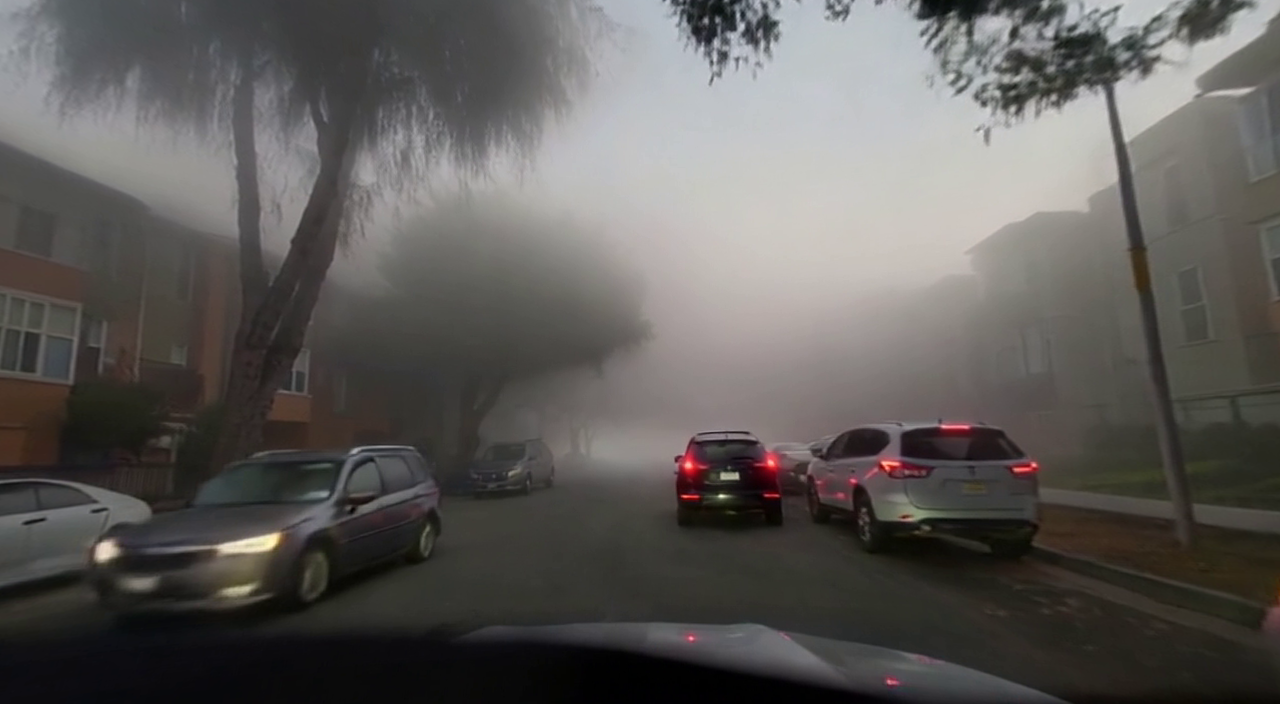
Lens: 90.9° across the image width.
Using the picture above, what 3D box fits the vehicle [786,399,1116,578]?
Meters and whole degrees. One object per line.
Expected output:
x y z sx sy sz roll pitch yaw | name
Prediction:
3.778 1.788 9.087 2.082 1.799 5.207 0 -9 0 | vehicle

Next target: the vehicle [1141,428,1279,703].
3.584 0.792 1.137 1.881 1.403 4.214 0 -9 0 | vehicle

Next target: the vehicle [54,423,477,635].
-3.693 1.766 7.294 2.018 1.691 3.995 -2 -9 9 | vehicle

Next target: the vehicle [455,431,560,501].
-4.262 3.775 21.259 2.197 2.047 4.985 -1 -9 4 | vehicle

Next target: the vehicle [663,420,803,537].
1.500 2.288 12.032 2.055 1.717 5.172 -1 -9 3 | vehicle
